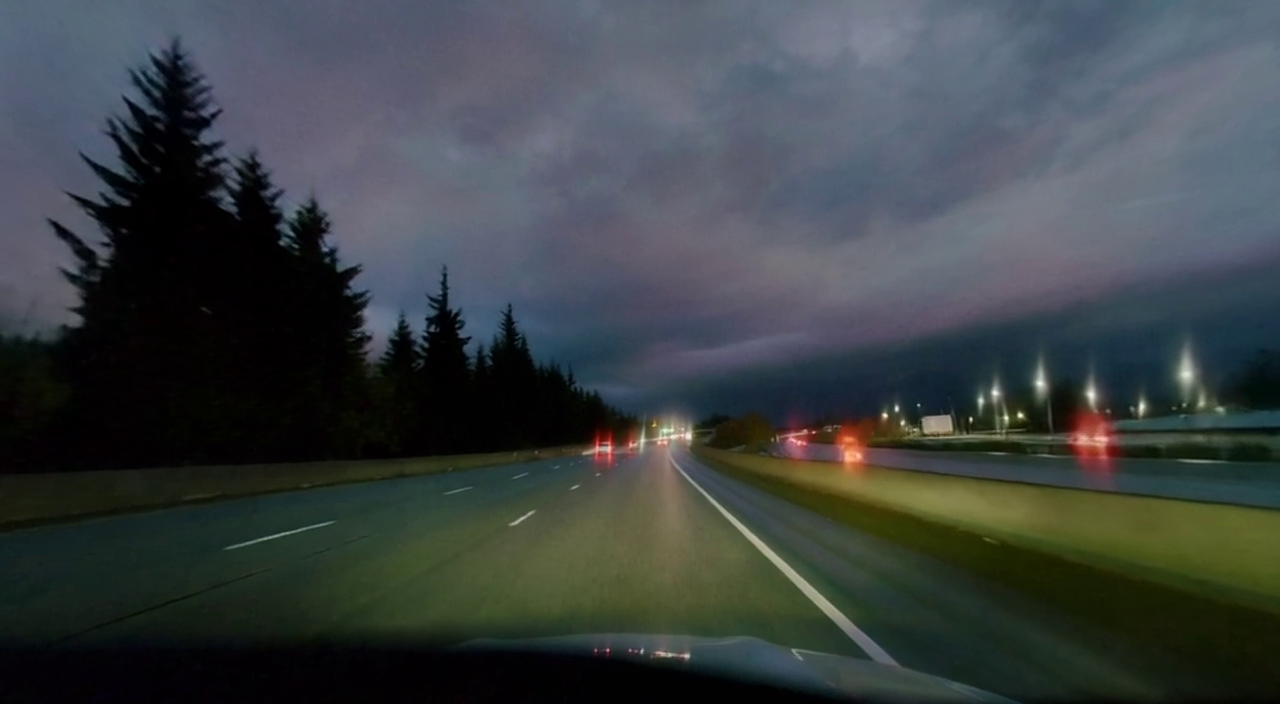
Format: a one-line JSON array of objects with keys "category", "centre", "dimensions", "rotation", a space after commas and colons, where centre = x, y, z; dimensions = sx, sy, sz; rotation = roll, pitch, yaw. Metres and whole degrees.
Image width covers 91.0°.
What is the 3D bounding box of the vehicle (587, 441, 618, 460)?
[{"category": "vehicle", "centre": [-2.886, 7.765, 49.804], "dimensions": [2.118, 1.475, 4.263], "rotation": [0, -8, 1]}]
